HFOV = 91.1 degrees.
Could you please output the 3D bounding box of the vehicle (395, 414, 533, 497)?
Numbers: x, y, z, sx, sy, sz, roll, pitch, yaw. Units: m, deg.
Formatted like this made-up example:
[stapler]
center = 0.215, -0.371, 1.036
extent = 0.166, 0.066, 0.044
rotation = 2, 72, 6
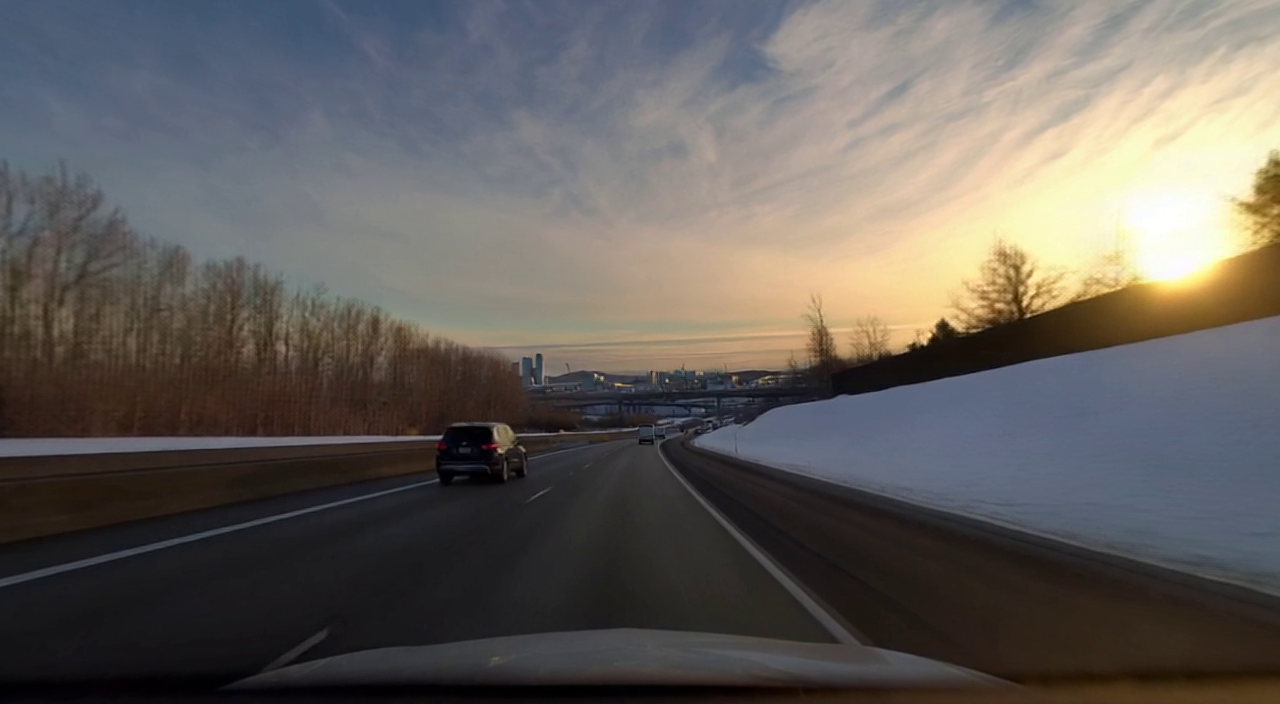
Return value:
[vehicle]
center = -3.953, 2.397, 14.992
extent = 2.018, 1.678, 4.312
rotation = 0, -8, 0
